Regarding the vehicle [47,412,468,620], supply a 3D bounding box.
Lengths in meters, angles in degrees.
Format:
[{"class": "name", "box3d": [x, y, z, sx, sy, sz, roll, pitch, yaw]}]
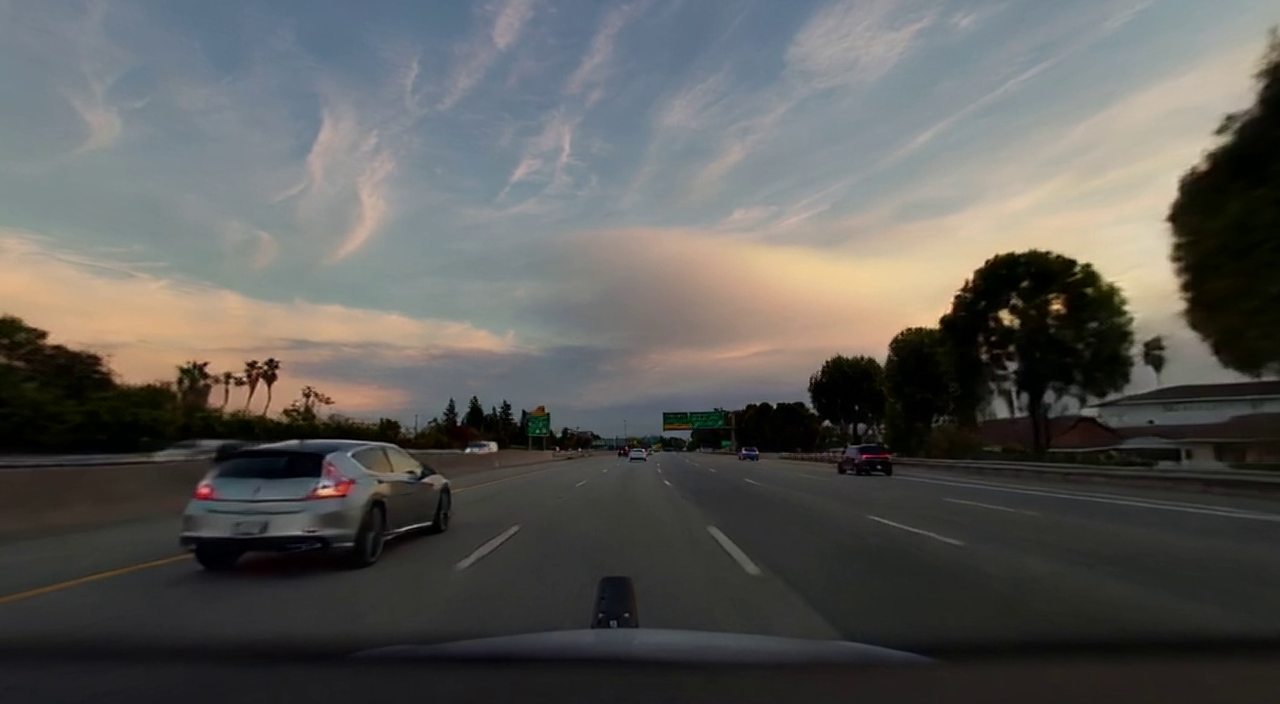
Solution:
[{"class": "vehicle", "box3d": [-3.647, 1.640, 7.356, 1.996, 1.617, 4.637, 0, -9, 0]}]
